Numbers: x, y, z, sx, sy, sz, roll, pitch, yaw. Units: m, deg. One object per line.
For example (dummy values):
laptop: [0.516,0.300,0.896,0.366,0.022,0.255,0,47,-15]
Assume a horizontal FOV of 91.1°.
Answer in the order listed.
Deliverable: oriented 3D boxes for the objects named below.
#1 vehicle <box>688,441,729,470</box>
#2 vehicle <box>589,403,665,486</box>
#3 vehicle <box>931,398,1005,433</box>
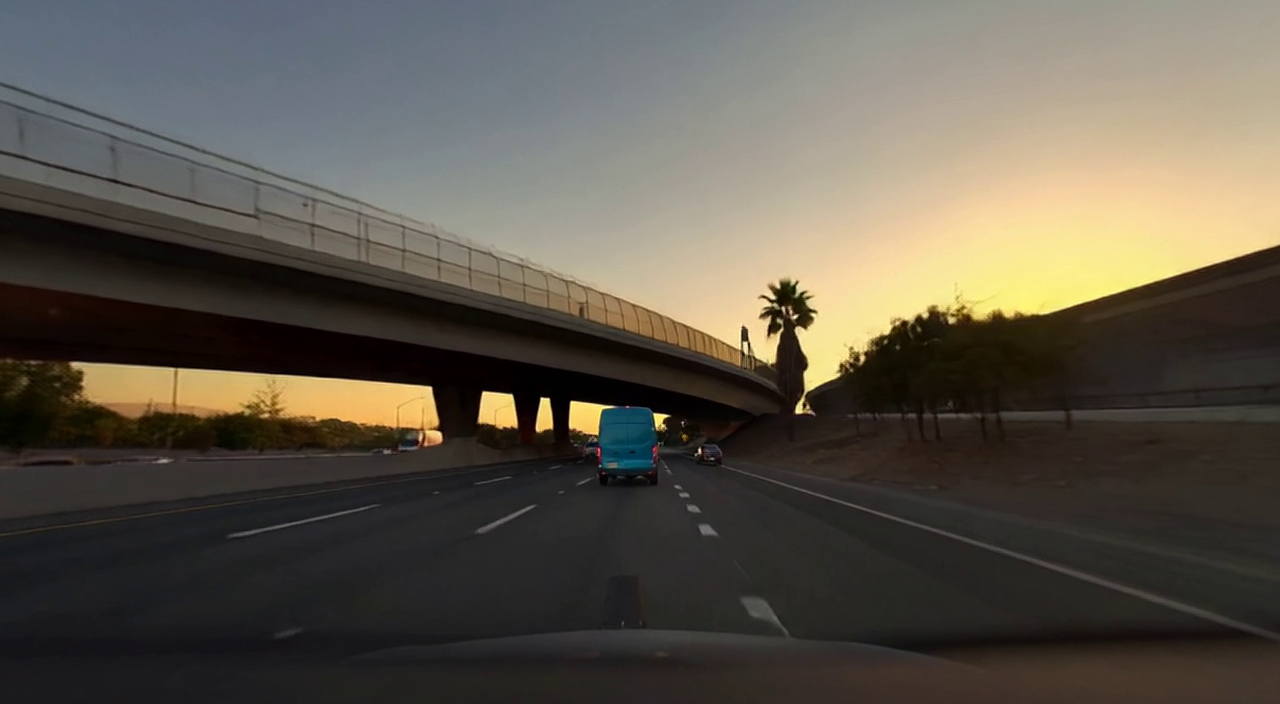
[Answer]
vehicle: [4.041,6.191,37.675,1.987,1.648,3.984,0,-9,0]
vehicle: [-0.313,3.503,23.816,2.476,2.776,5.598,0,-9,3]
vehicle: [23.396,4.642,45.126,2.445,2.240,5.659,-1,-8,3]
